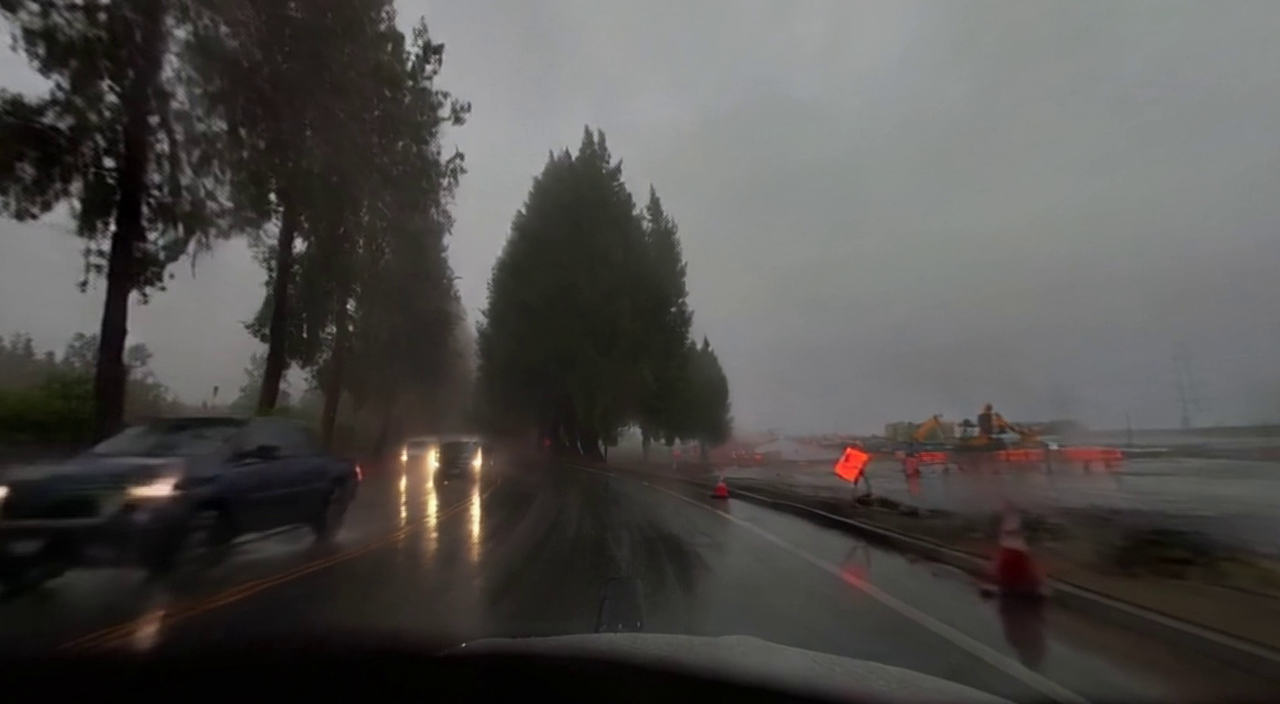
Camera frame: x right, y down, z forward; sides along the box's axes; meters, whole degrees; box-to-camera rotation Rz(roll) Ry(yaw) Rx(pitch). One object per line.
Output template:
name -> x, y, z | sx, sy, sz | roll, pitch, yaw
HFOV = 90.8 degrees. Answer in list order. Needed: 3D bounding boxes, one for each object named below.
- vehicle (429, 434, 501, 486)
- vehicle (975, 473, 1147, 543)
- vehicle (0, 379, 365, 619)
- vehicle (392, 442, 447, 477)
vehicle -> -7.125, 4.425, 26.225 | 2.193, 1.885, 4.474 | 0, -8, -7
vehicle -> 13.433, 4.920, 20.244 | 4.549, 1.745, 1.960 | 1, -5, -14
vehicle -> -5.638, 1.673, 8.111 | 2.260, 2.162, 4.555 | 0, -8, -2
vehicle -> -12.585, 6.129, 36.388 | 2.206, 1.837, 4.550 | 1, -8, -9
